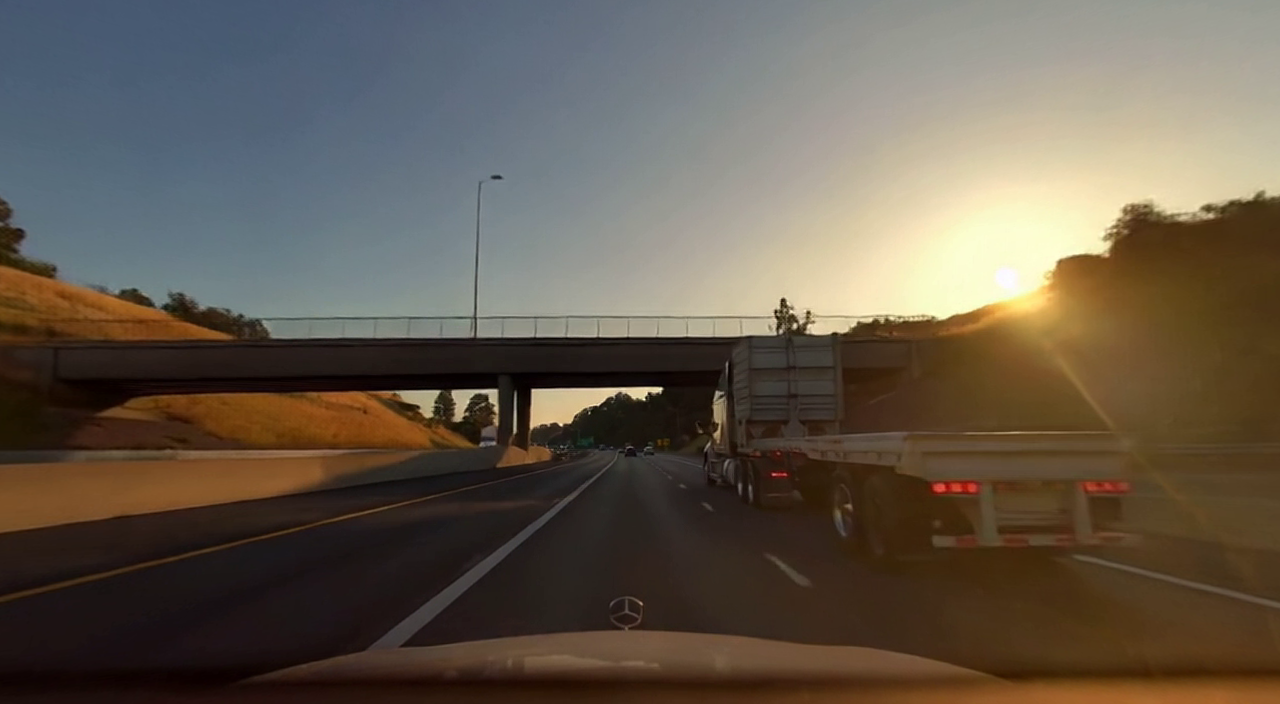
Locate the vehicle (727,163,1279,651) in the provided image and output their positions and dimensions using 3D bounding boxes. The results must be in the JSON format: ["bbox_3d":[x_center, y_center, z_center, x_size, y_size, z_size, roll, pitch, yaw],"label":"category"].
[{"bbox_3d":[3.820,1.208,10.453,2.876,3.586,11.726,0,-9,-1],"label":"vehicle"}]
